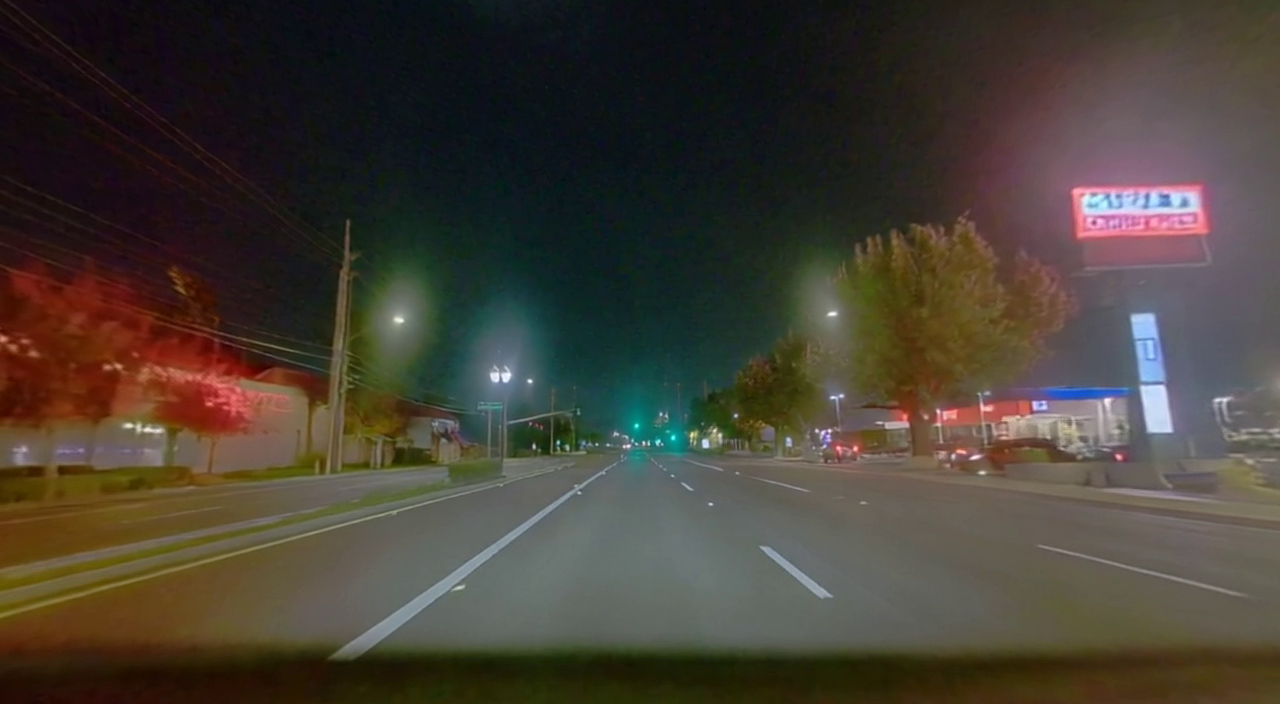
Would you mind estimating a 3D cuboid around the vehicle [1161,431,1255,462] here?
[{"bbox_3d":[35.208,5.860,39.321,1.962,1.791,4.054,0,-8,0],"label":"vehicle"}]

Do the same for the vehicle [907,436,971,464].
[{"bbox_3d":[18.832,6.188,40.011,1.886,1.670,4.562,0,-8,1],"label":"vehicle"}]

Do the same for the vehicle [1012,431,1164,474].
[{"bbox_3d":[16.991,3.834,24.119,4.324,1.536,1.947,0,-9,-1],"label":"vehicle"}]
